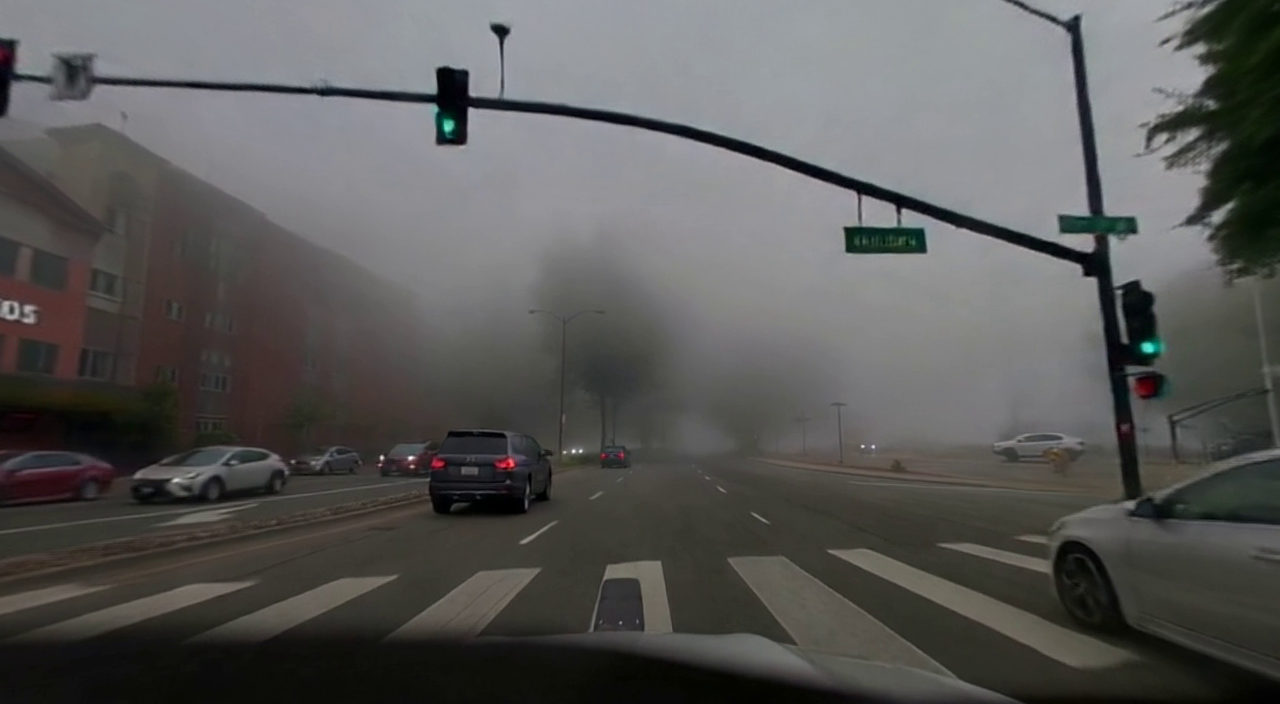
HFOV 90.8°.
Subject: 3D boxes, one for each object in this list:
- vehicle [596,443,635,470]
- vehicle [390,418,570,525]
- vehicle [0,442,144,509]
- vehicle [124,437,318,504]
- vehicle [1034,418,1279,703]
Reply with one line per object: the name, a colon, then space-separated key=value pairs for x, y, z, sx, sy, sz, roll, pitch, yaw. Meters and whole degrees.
vehicle: x=-1.502 y=6.620 z=40.257 sx=1.976 sy=1.571 sz=4.649 roll=-1 pitch=-9 yaw=4
vehicle: x=-3.058 y=2.445 z=13.477 sx=2.305 sy=1.833 sz=4.912 roll=-1 pitch=-9 yaw=3
vehicle: x=-15.090 y=2.955 z=15.419 sx=2.079 sy=1.464 sz=4.574 roll=-1 pitch=-9 yaw=3
vehicle: x=-11.664 y=3.312 z=18.126 sx=2.150 sy=1.627 sz=4.737 roll=-1 pitch=-8 yaw=3
vehicle: x=4.083 y=1.013 z=2.743 sx=1.960 sy=1.471 sz=4.378 roll=0 pitch=-8 yaw=1
